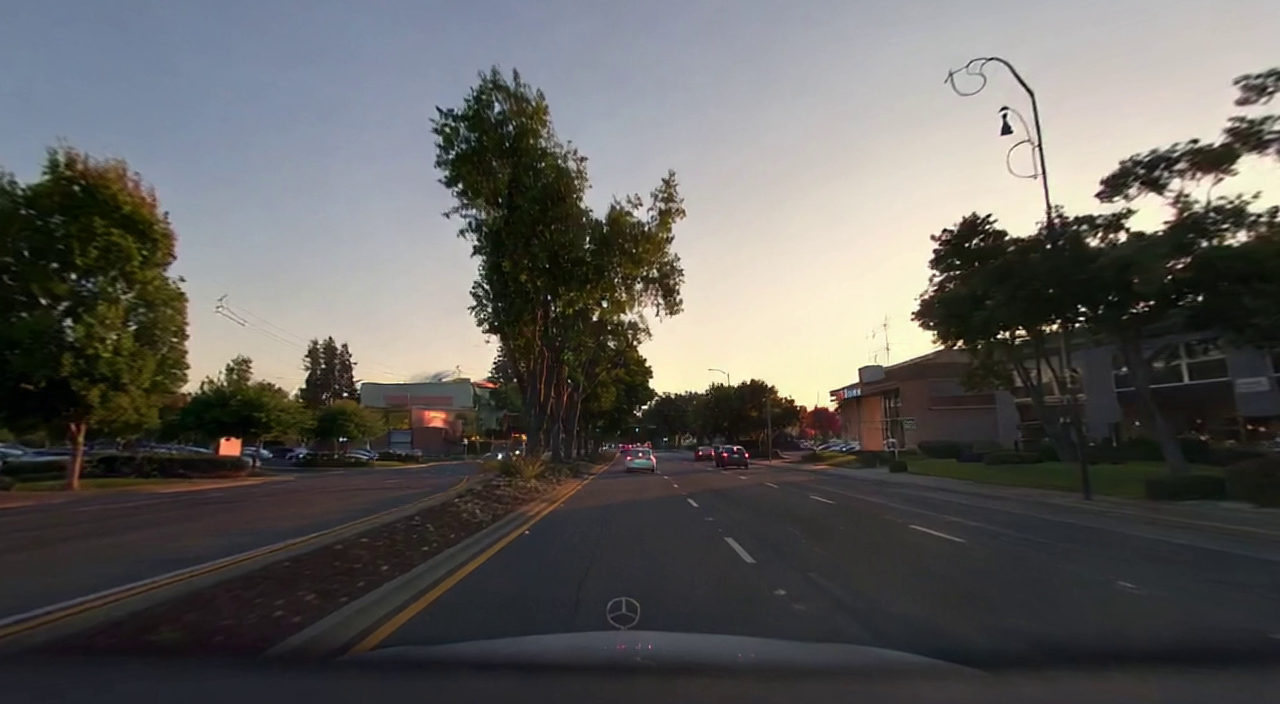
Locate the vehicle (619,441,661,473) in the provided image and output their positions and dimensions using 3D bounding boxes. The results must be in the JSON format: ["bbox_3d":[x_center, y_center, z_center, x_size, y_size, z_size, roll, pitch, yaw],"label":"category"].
[{"bbox_3d":[-0.030,5.589,33.893,2.072,1.545,4.578,0,-8,0],"label":"vehicle"}]
